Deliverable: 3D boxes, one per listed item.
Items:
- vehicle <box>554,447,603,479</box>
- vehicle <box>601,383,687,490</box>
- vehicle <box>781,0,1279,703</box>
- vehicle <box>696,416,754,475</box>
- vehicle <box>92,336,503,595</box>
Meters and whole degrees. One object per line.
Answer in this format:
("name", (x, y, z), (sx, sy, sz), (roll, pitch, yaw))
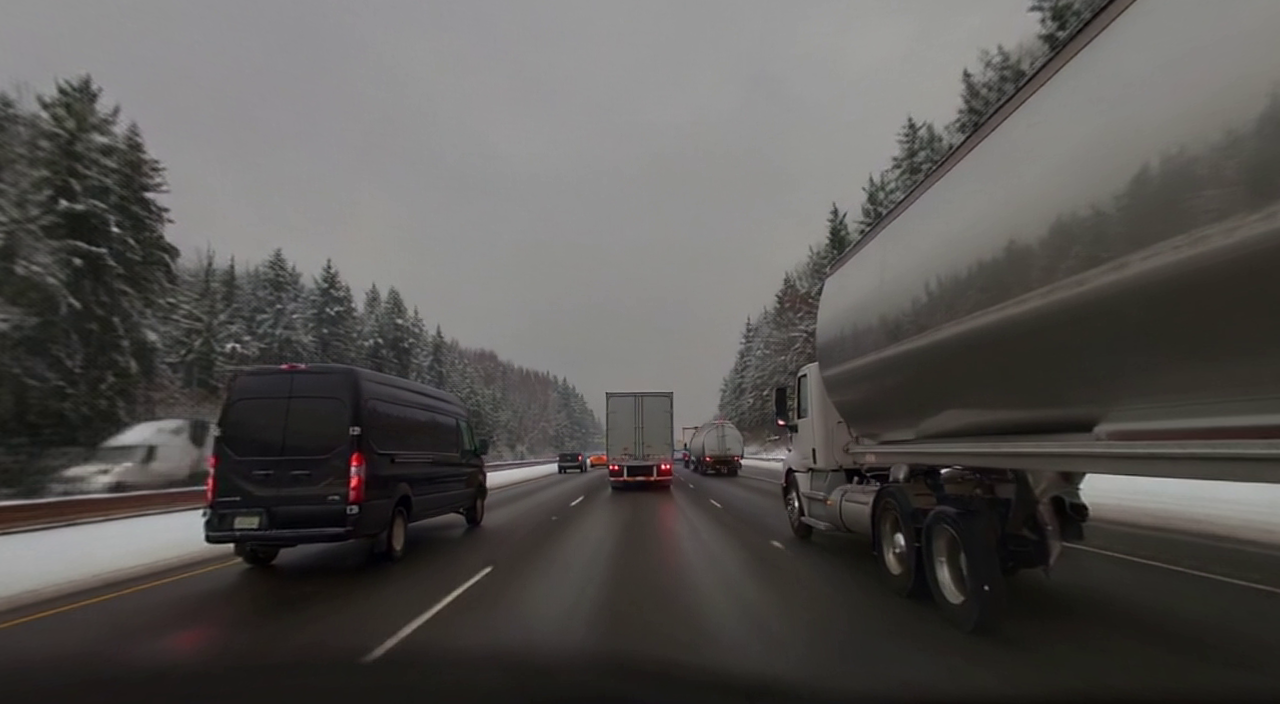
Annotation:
("vehicle", (-3.342, 6.127, 35.084), (2.134, 1.652, 4.439), (0, -9, 2))
("vehicle", (0.060, 3.468, 25.137), (2.773, 3.455, 9.118), (0, -9, -1))
("vehicle", (4.349, 0.205, 6.178), (3.139, 4.152, 11.915), (0, -9, 0))
("vehicle", (5.651, 6.546, 43.871), (2.706, 3.500, 11.483), (0, -9, 1))
("vehicle", (-4.088, 1.600, 9.487), (2.525, 2.572, 6.260), (0, -9, 1))
